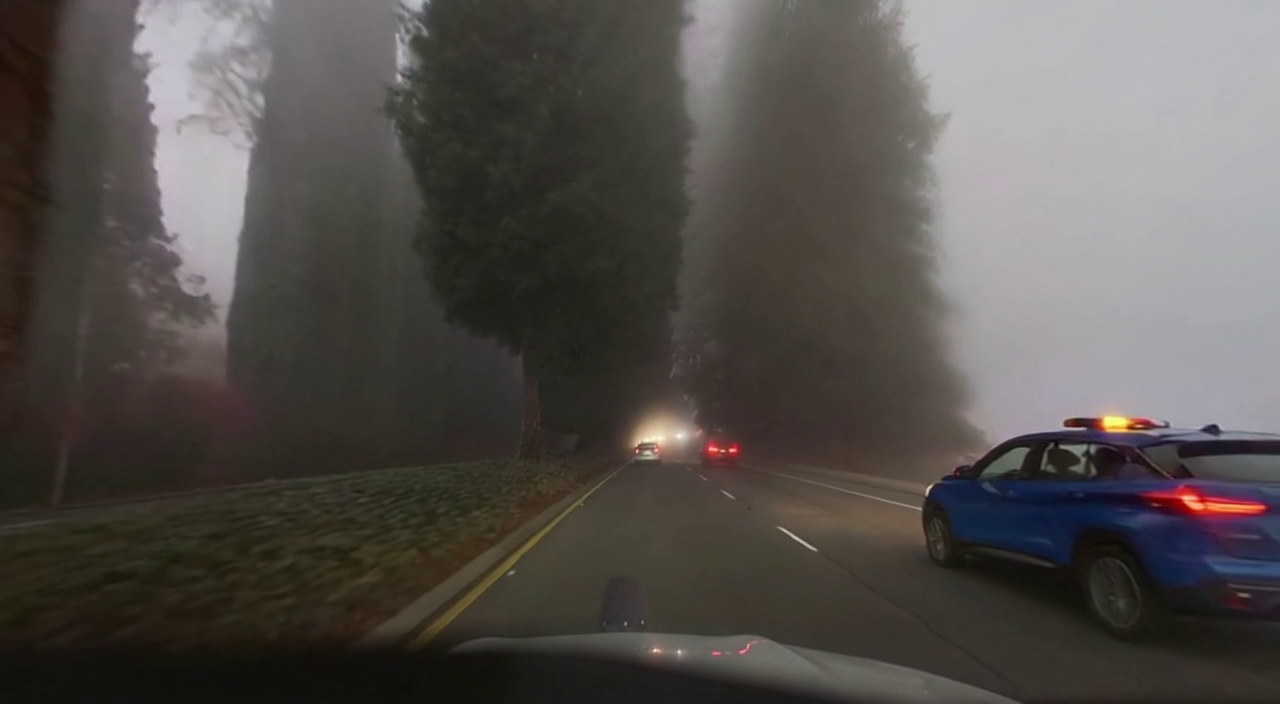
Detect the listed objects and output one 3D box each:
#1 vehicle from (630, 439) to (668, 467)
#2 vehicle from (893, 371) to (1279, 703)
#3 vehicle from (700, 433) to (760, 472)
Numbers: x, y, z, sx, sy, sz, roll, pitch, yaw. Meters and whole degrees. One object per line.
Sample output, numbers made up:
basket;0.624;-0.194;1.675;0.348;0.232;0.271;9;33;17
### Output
vehicle;0.469;5.786;36.302;2.026;1.466;4.282;0;-8;-1
vehicle;3.939;1.204;5.106;2.052;1.639;4.123;0;-8;0
vehicle;4.105;4.661;29.445;2.110;1.666;3.912;0;-8;-1
